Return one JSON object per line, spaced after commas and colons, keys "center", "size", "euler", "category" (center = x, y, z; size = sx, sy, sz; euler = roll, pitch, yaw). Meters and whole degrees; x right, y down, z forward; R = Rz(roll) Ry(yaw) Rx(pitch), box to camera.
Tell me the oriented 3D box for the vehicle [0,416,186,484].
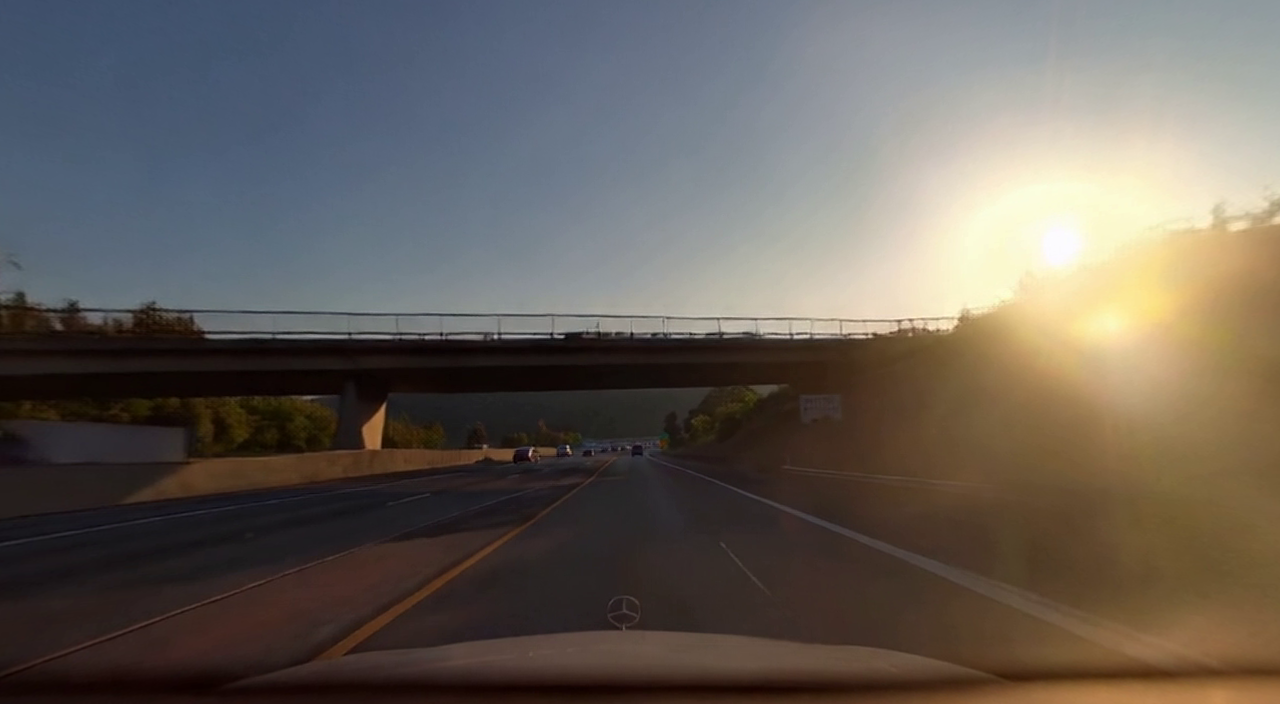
{"center": [-31.314, 5.452, 34.981], "size": [2.715, 3.193, 12.176], "euler": [0, -9, 2], "category": "vehicle"}
